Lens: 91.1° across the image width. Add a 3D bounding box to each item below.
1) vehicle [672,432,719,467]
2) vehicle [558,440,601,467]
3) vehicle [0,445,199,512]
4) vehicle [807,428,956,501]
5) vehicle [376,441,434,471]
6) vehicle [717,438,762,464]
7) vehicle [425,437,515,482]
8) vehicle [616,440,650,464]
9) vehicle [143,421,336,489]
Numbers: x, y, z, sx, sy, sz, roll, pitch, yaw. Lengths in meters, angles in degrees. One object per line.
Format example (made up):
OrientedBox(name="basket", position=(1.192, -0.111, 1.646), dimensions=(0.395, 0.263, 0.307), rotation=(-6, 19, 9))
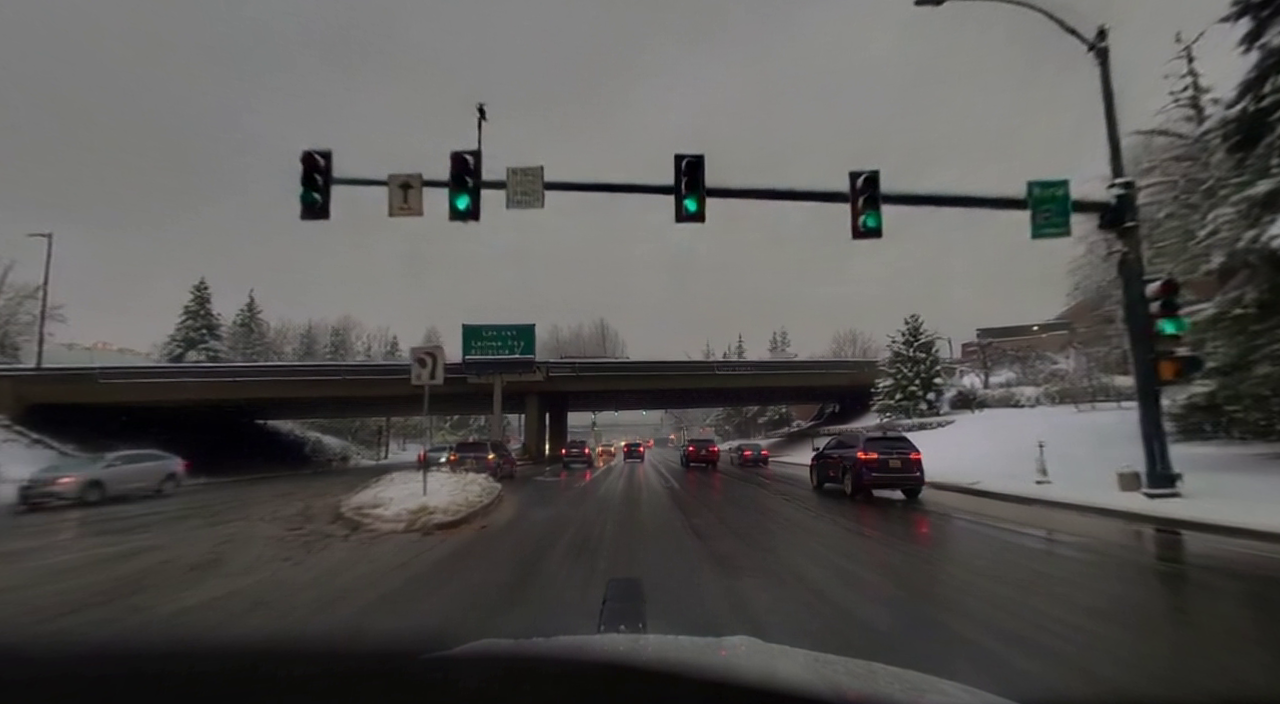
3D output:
OrientedBox(name="vehicle", position=(2.929, 5.236, 33.866), dimensions=(2.034, 1.762, 4.420), rotation=(0, -8, -1))
OrientedBox(name="vehicle", position=(-3.394, 5.806, 36.041), dimensions=(2.041, 1.466, 4.212), rotation=(0, -8, 0))
OrientedBox(name="vehicle", position=(-15.264, 3.484, 17.912), dimensions=(1.975, 1.648, 4.545), rotation=(0, -8, 0))
OrientedBox(name="vehicle", position=(6.101, 2.893, 16.562), dimensions=(2.056, 1.624, 4.498), rotation=(0, -8, -1))
OrientedBox(name="vehicle", position=(-15.418, 6.836, 41.469), dimensions=(2.127, 1.830, 4.554), rotation=(0, -8, -1))
OrientedBox(name="vehicle", position=(6.076, 6.131, 38.951), dimensions=(1.924, 1.527, 4.268), rotation=(0, -8, -2))
OrientedBox(name="vehicle", position=(-6.058, 3.883, 22.973), dimensions=(2.070, 1.488, 4.376), rotation=(0, -8, 0))
OrientedBox(name="vehicle", position=(-0.451, 6.367, 40.138), dimensions=(2.026, 1.453, 3.780), rotation=(0, -8, -1))
OrientedBox(name="vehicle", position=(-19.224, 5.053, 31.346), dimensions=(3.019, 2.822, 10.028), rotation=(0, -8, 0))
